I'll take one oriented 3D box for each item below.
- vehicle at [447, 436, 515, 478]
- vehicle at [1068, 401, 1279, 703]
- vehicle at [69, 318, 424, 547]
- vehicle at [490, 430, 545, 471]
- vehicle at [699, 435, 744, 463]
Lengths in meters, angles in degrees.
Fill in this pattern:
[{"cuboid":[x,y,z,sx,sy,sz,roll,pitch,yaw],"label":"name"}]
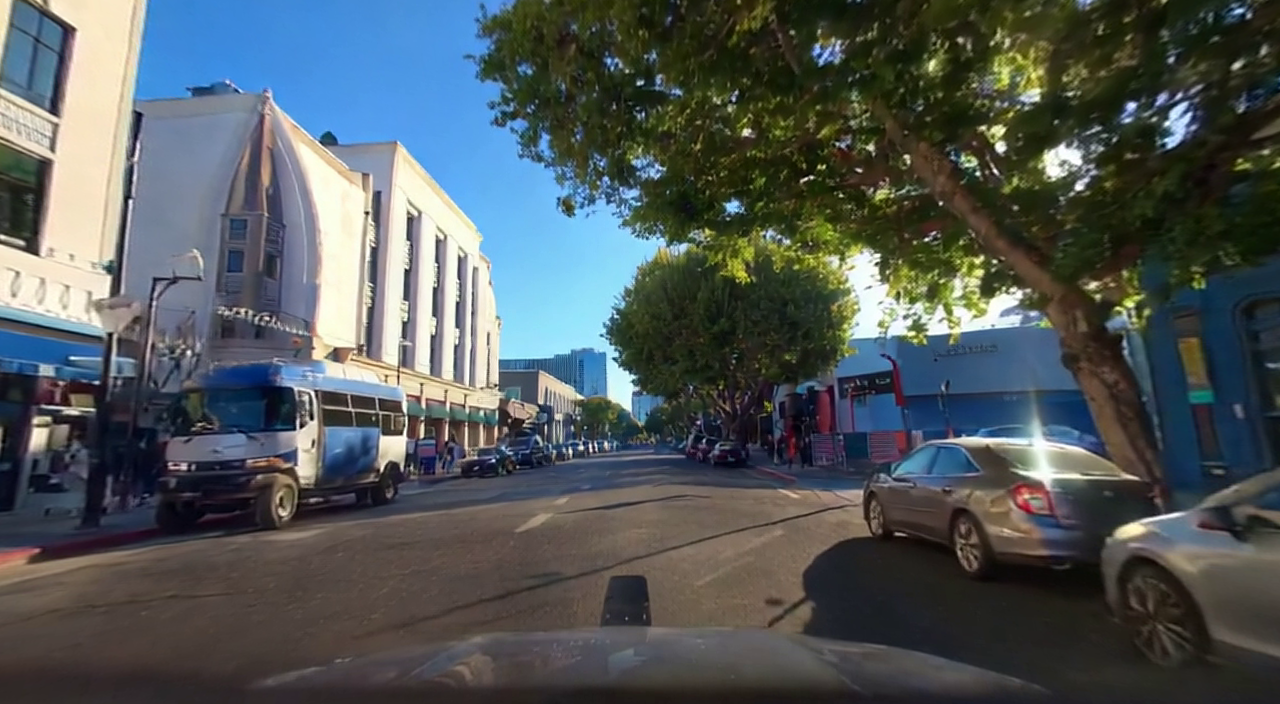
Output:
[{"cuboid":[-6.719,4.436,27.075,1.917,1.487,4.659,-2,-7,-3],"label":"vehicle"},{"cuboid":[3.816,0.819,1.554,2.065,1.520,4.853,0,-7,-1],"label":"vehicle"},{"cuboid":[-6.845,1.515,12.391,2.851,3.375,6.057,0,-7,2],"label":"vehicle"},{"cuboid":[-6.534,5.259,34.172,2.238,1.891,4.780,-1,-6,-2],"label":"vehicle"},{"cuboid":[4.654,5.585,36.624,1.973,1.494,4.867,0,-7,0],"label":"vehicle"}]
